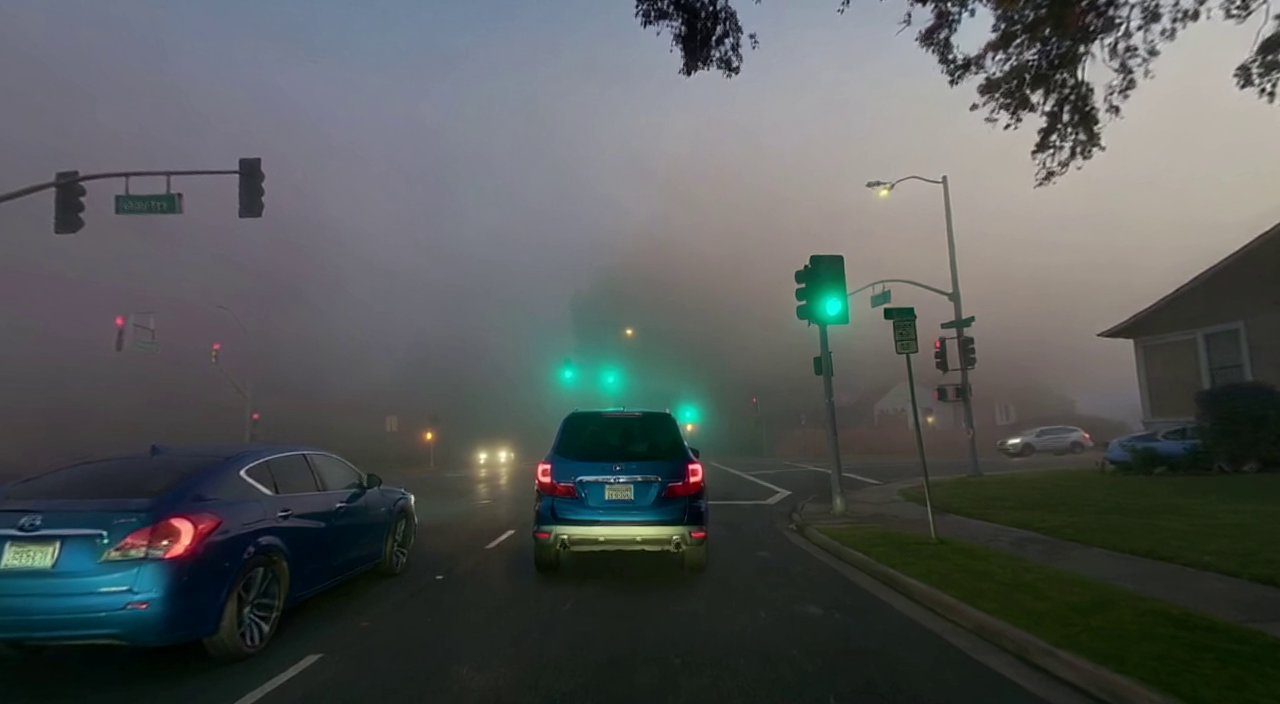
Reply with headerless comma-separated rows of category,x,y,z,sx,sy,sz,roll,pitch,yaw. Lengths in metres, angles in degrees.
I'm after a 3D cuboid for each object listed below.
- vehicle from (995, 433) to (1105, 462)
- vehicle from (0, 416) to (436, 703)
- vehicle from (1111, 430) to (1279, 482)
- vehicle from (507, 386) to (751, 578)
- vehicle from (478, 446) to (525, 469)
vehicle,21.348,5.001,33.109,4.353,1.431,1.876,-2,-9,14
vehicle,-3.323,1.349,5.051,1.934,1.459,4.368,0,-8,0
vehicle,17.226,3.067,18.775,4.715,1.439,1.874,-2,-9,14
vehicle,-0.172,1.616,8.617,2.396,1.881,4.606,0,-8,-2
vehicle,-9.429,7.190,43.352,2.028,1.474,4.637,-1,-8,2
